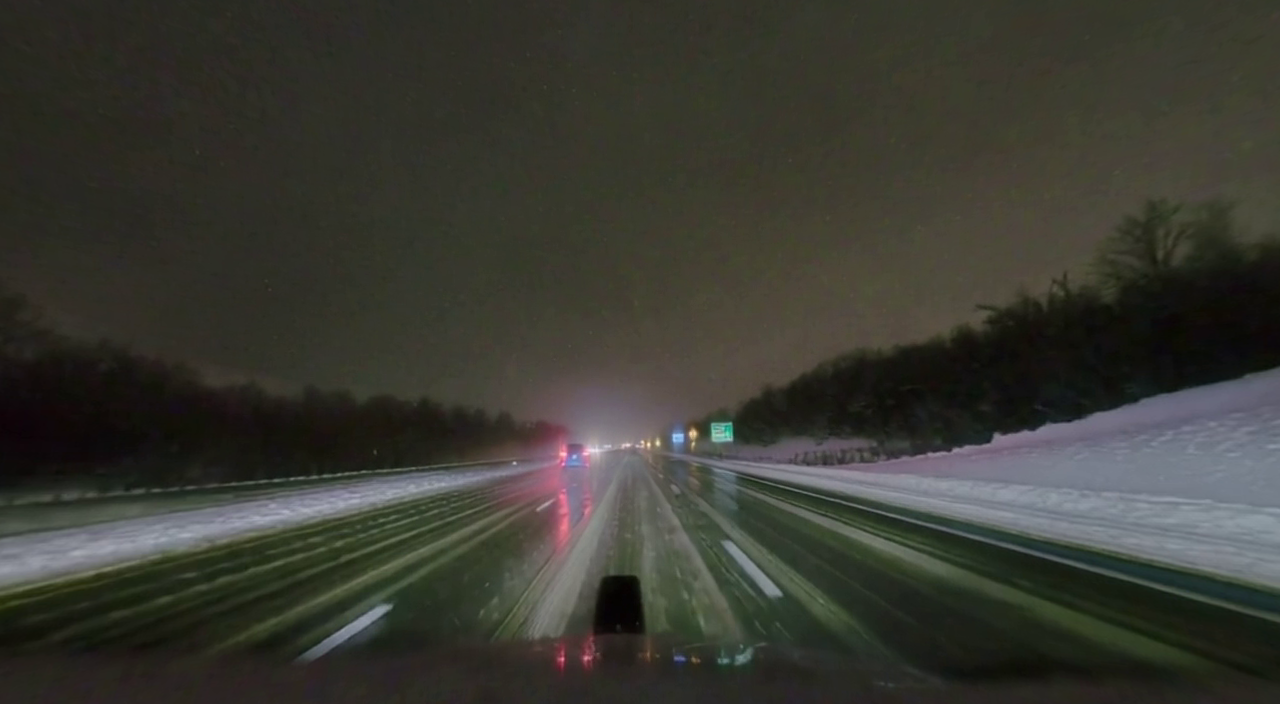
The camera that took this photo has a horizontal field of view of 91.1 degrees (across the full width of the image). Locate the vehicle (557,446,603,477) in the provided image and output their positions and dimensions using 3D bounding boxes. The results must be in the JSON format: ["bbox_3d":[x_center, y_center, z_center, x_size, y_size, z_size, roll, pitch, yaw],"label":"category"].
[{"bbox_3d":[-3.249,6.050,34.934,2.069,1.573,4.589,0,-9,1],"label":"vehicle"}]
